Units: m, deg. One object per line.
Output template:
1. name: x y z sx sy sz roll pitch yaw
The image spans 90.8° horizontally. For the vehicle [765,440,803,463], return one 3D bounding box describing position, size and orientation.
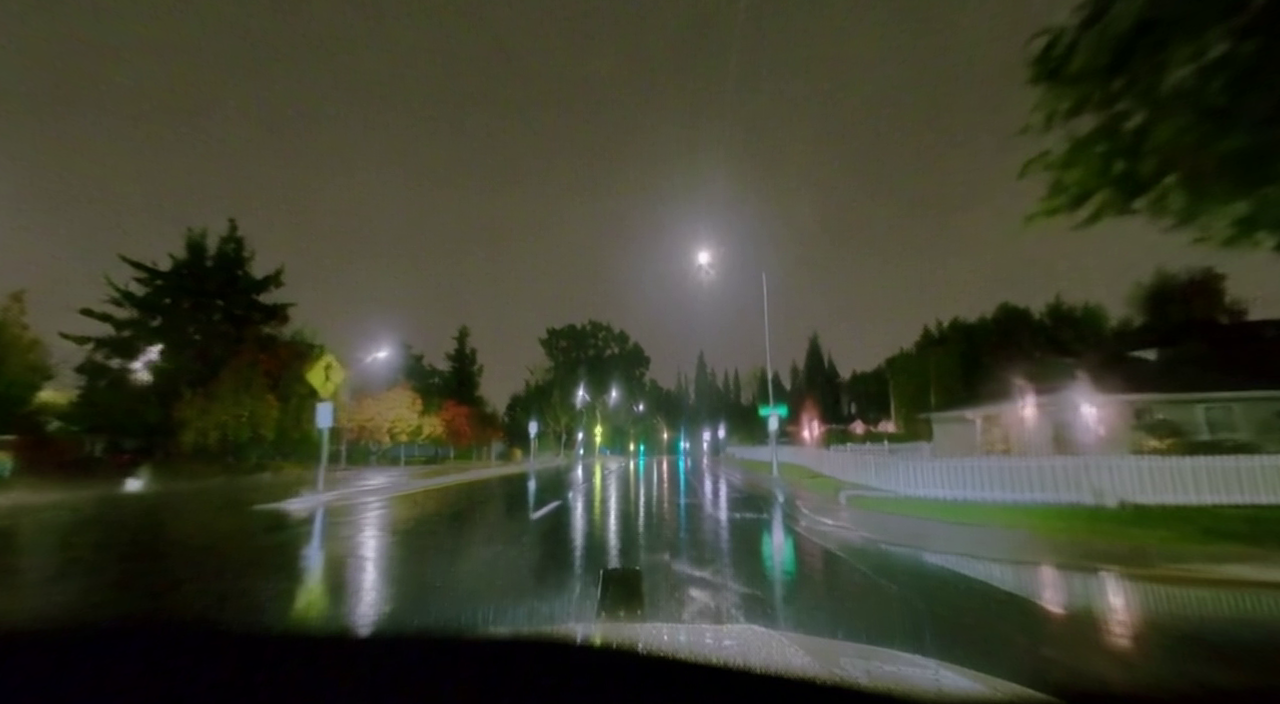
1. vehicle: 11.214 7.775 49.563 1.938 1.695 4.296 0 -9 0
